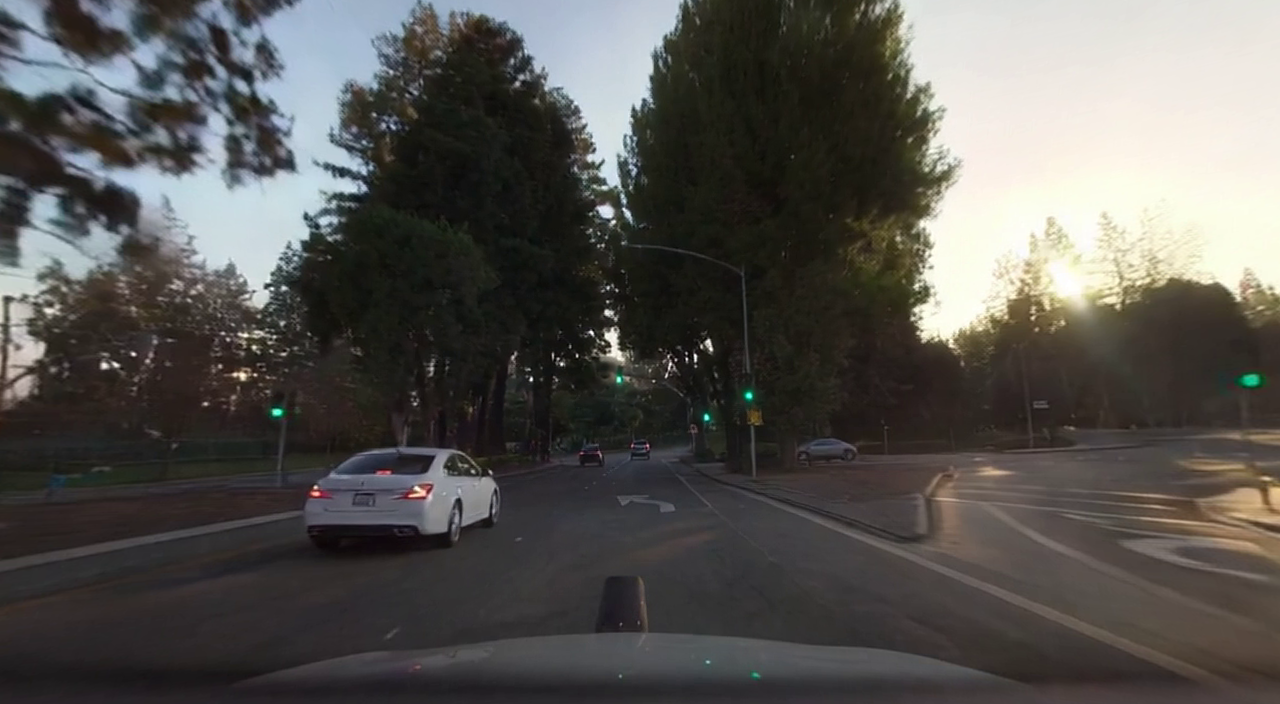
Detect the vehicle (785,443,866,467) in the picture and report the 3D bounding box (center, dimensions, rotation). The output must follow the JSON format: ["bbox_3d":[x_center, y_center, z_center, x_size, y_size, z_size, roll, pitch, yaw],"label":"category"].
[{"bbox_3d":[11.977,6.651,40.907,4.632,1.473,1.889,0,-8,-3],"label":"vehicle"}]

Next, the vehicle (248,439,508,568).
[{"bbox_3d":[-3.477,2.072,9.525,1.968,1.459,4.433,0,-8,1],"label":"vehicle"}]
